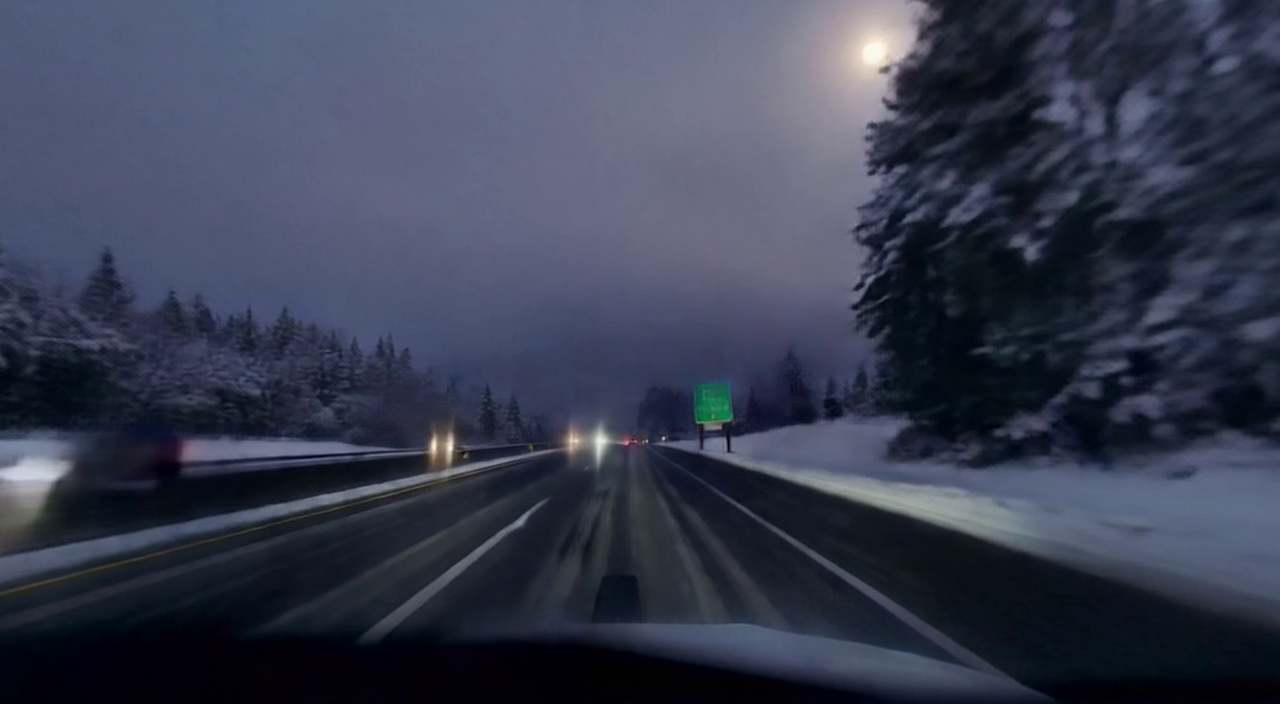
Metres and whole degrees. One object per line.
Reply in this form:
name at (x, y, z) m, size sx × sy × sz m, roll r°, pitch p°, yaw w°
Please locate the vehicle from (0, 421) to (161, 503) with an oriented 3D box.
vehicle at (-13.391, 2.414, 14.297) m, size 1.837 × 1.574 × 4.094 m, roll 0°, pitch -8°, yaw -1°
